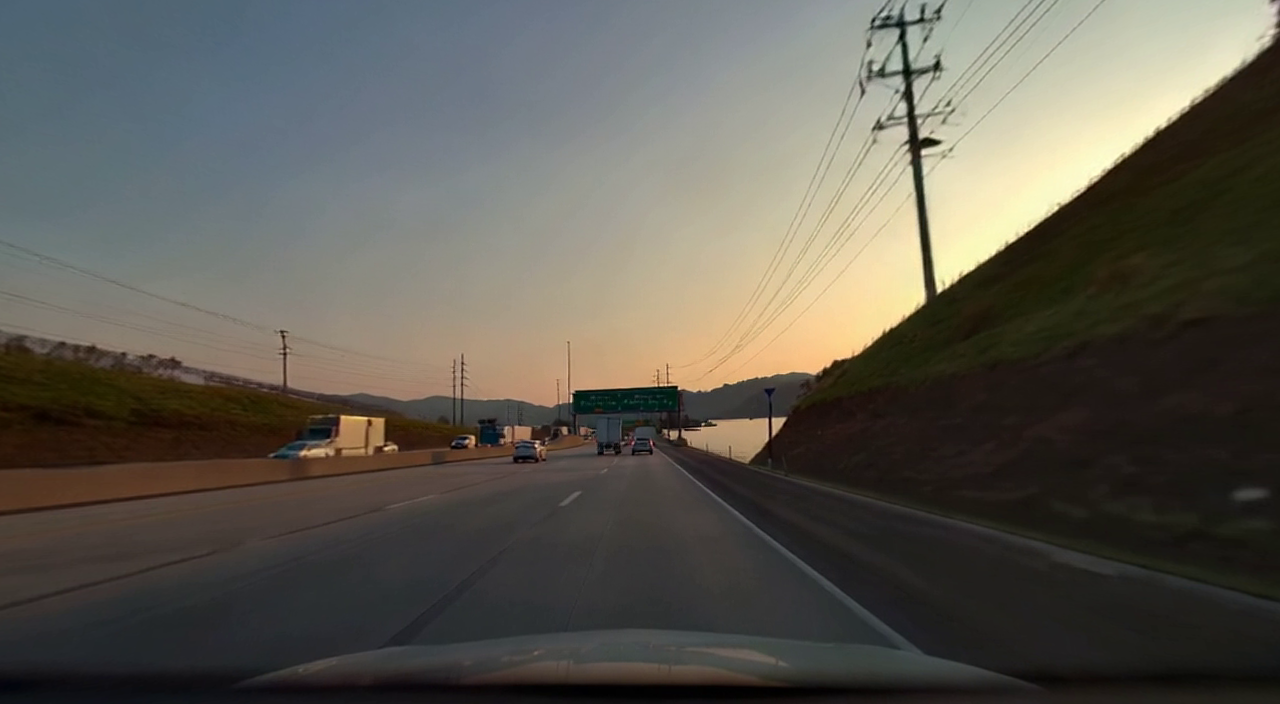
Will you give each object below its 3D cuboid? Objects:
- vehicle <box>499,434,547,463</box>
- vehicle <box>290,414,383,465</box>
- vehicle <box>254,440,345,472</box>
[{"bbox_3d":[-7.586,6.296,41.261,2.192,1.762,4.559,-1,-8,1],"label":"vehicle"},{"bbox_3d":[-21.098,6.186,44.399,2.768,3.286,7.386,0,-8,0],"label":"vehicle"},{"bbox_3d":[-17.381,5.321,32.488,1.922,1.486,4.775,0,-8,1],"label":"vehicle"}]
